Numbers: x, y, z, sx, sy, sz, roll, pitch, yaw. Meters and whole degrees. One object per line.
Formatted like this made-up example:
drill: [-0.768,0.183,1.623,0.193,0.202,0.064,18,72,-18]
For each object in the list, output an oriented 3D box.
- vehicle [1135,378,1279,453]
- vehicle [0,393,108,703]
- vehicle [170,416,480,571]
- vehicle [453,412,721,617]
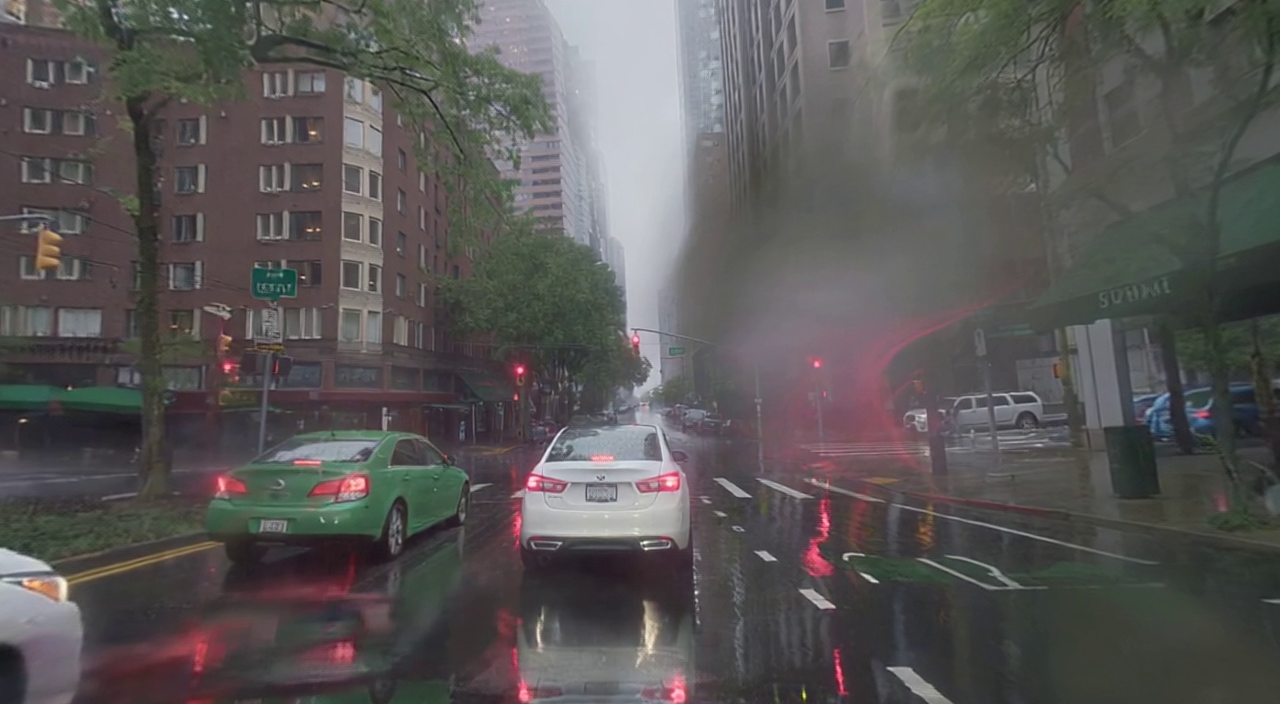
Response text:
vehicle: [21.625,2.362,22.882,5.863,2.493,2.354,2,-9,-11]
vehicle: [-3.919,0.704,1.170,1.995,1.524,4.438,0,-8,0]
vehicle: [-3.693,1.733,8.506,1.934,1.522,4.287,0,-8,0]
vehicle: [-0.412,1.505,6.742,1.999,1.520,3.896,0,-8,-1]
